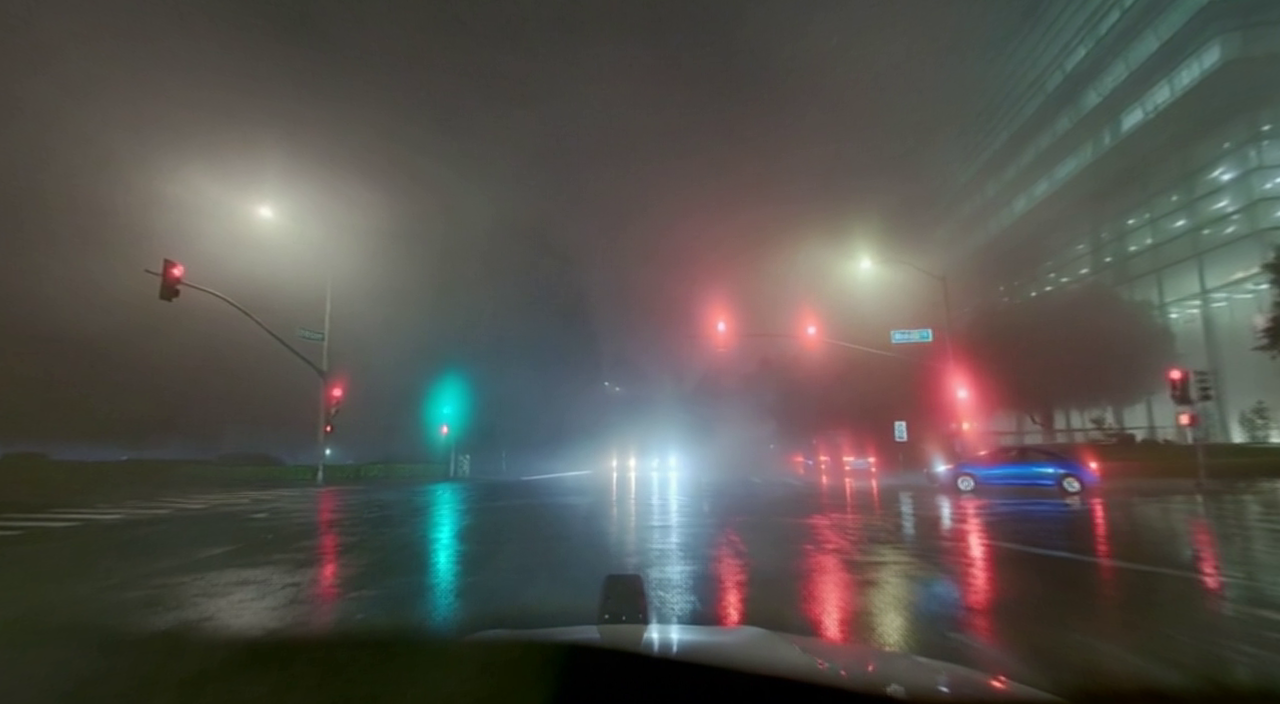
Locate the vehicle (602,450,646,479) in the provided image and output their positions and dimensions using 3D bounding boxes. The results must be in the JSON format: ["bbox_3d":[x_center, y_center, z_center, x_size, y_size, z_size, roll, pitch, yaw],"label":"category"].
[{"bbox_3d":[-0.848,6.522,36.597,2.068,1.486,4.664,-1,-8,5],"label":"vehicle"}]

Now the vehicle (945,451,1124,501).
[{"bbox_3d":[13.379,4.162,21.495,4.896,1.503,1.971,-6,-10,35],"label":"vehicle"}]

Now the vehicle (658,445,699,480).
[{"bbox_3d":[2.049,5.790,33.262,2.018,1.699,4.751,-1,-8,4],"label":"vehicle"}]
